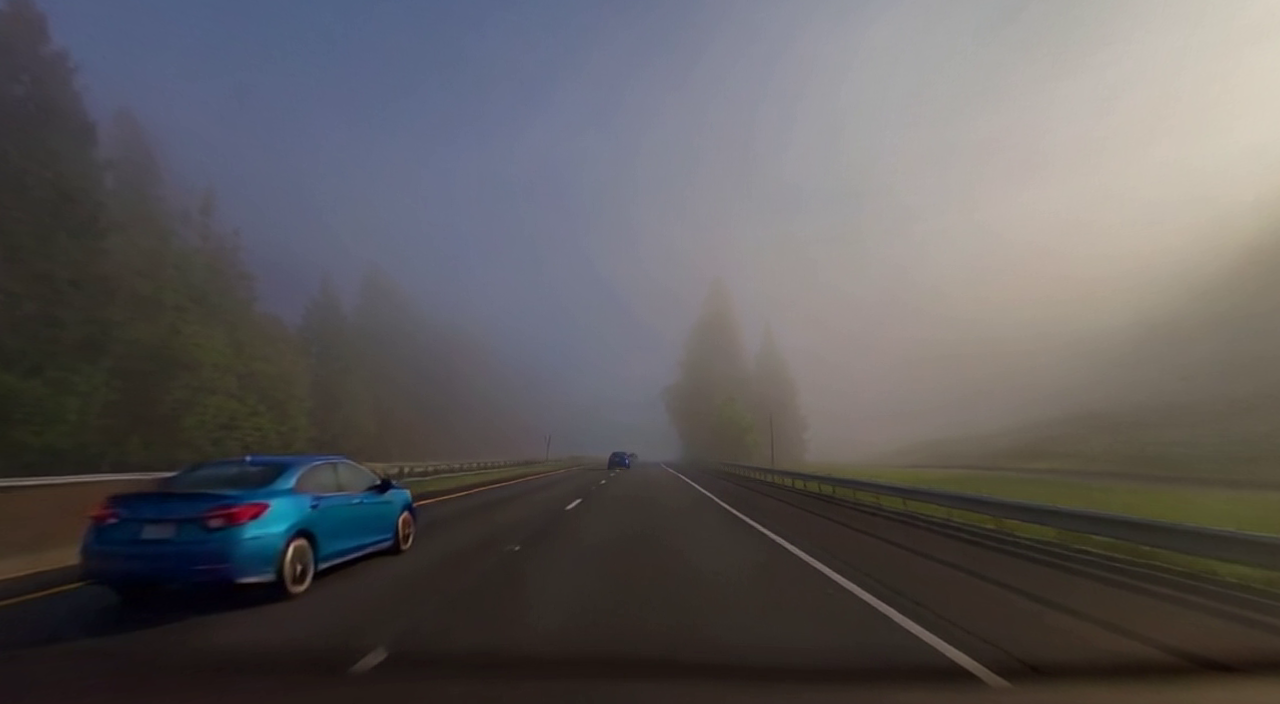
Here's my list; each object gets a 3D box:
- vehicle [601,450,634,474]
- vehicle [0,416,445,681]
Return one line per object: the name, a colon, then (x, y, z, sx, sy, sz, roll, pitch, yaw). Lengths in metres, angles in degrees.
vehicle: (-1.409, 7.259, 41.895, 1.917, 1.450, 3.997, 0, -9, 2)
vehicle: (-3.543, 1.501, 5.909, 2.088, 1.586, 4.000, 0, -9, 1)
